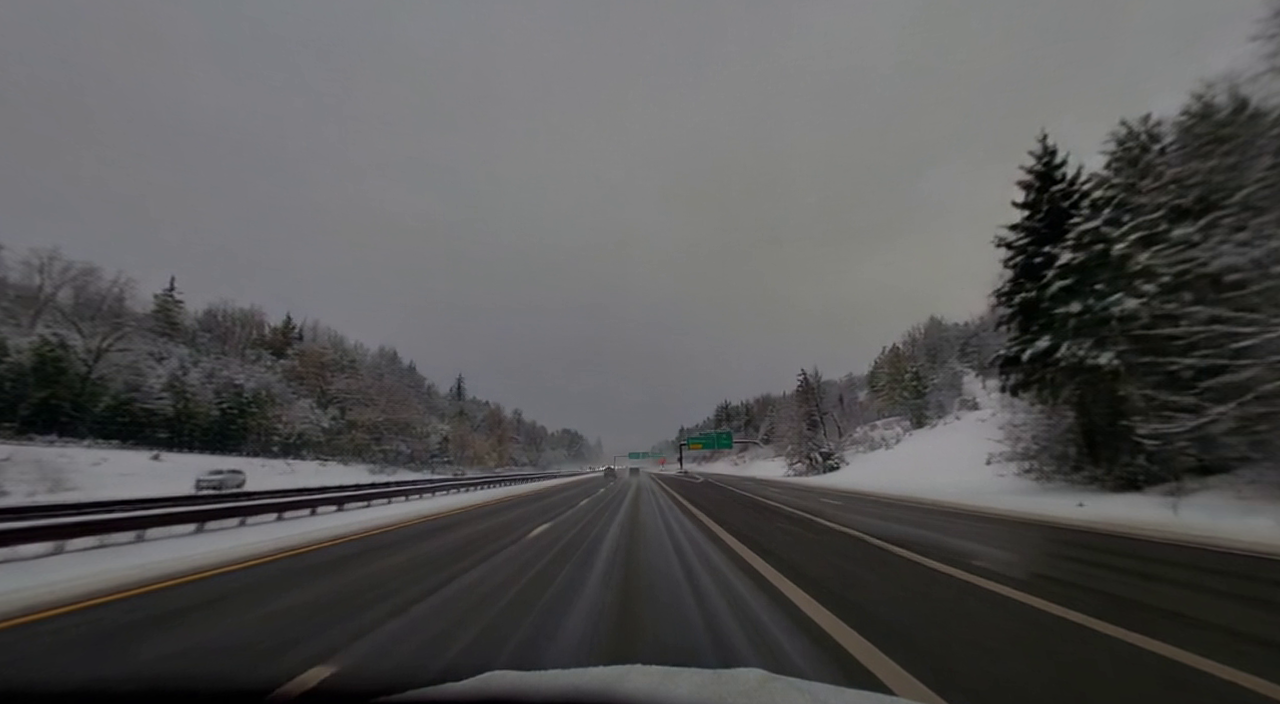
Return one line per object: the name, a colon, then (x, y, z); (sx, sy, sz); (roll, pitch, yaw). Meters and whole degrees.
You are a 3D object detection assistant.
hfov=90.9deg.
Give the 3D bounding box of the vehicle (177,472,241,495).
vehicle: (-30.648, 9.327, 44.963); (1.770, 1.466, 4.225); (2, -11, -4)
